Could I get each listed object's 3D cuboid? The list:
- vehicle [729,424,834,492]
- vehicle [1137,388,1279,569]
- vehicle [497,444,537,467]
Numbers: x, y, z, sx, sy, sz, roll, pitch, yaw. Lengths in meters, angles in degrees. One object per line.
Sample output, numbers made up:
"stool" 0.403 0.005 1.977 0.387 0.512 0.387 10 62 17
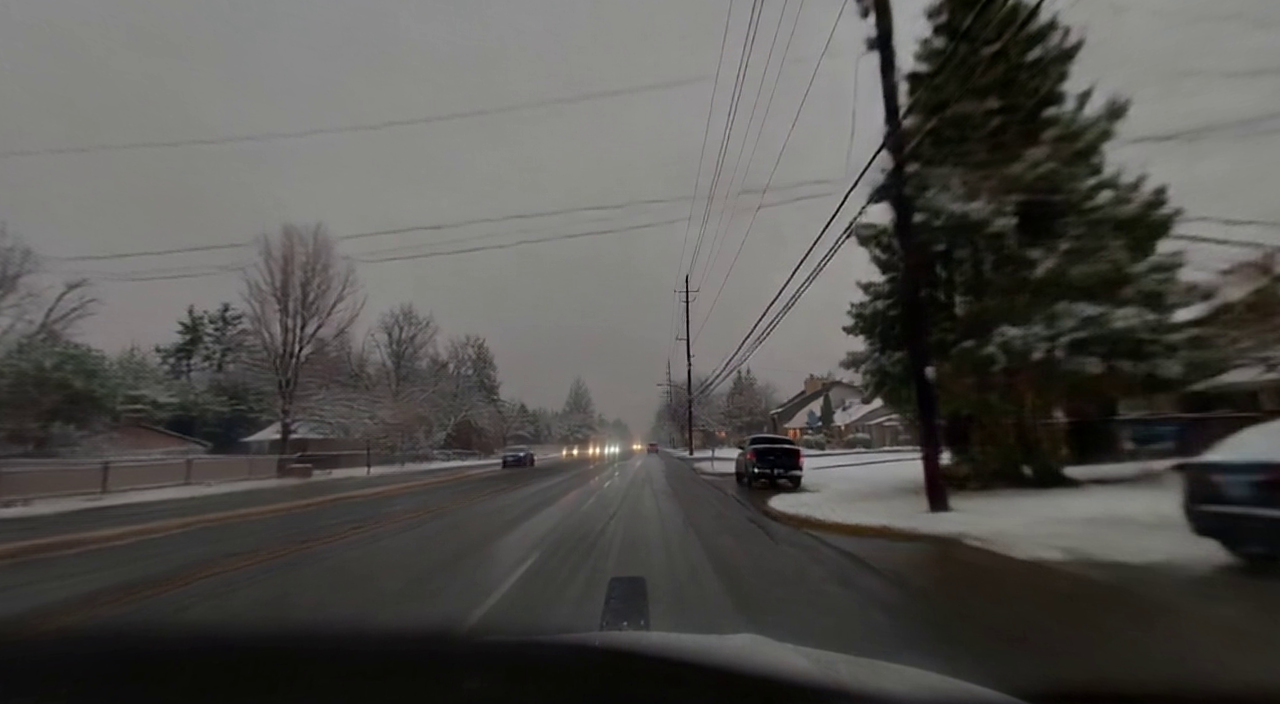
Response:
"vehicle" 4.316 3.334 20.135 2.228 1.885 4.854 0 -8 0
"vehicle" 7.929 1.176 5.997 4.719 1.556 1.869 0 -8 1
"vehicle" -8.568 7.218 44.241 1.915 1.539 4.106 0 -9 2
